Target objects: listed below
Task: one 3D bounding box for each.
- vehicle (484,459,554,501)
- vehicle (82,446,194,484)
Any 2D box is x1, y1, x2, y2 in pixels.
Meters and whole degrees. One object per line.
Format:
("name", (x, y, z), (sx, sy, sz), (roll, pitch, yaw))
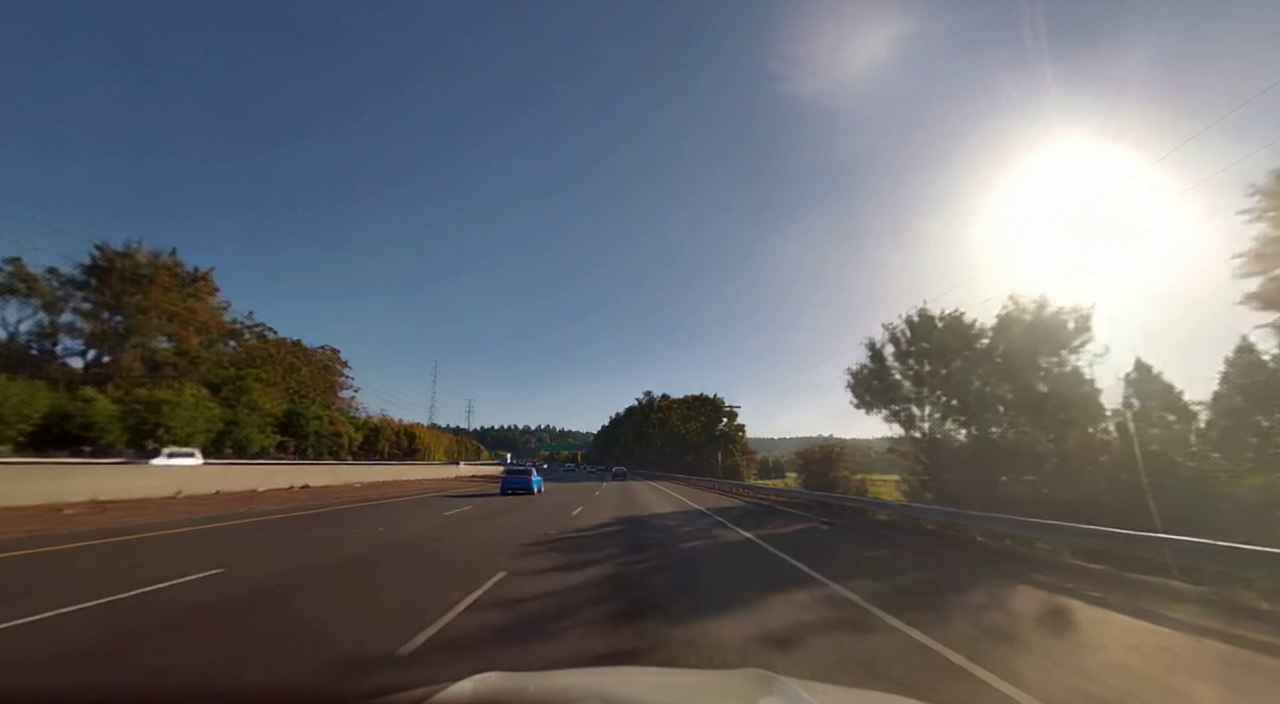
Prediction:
("vehicle", (-5.306, 5.696, 28.240), (2.194, 1.704, 4.421), (1, -10, 1))
("vehicle", (-23.127, 5.265, 29.280), (1.847, 1.587, 4.053), (1, -10, -1))
